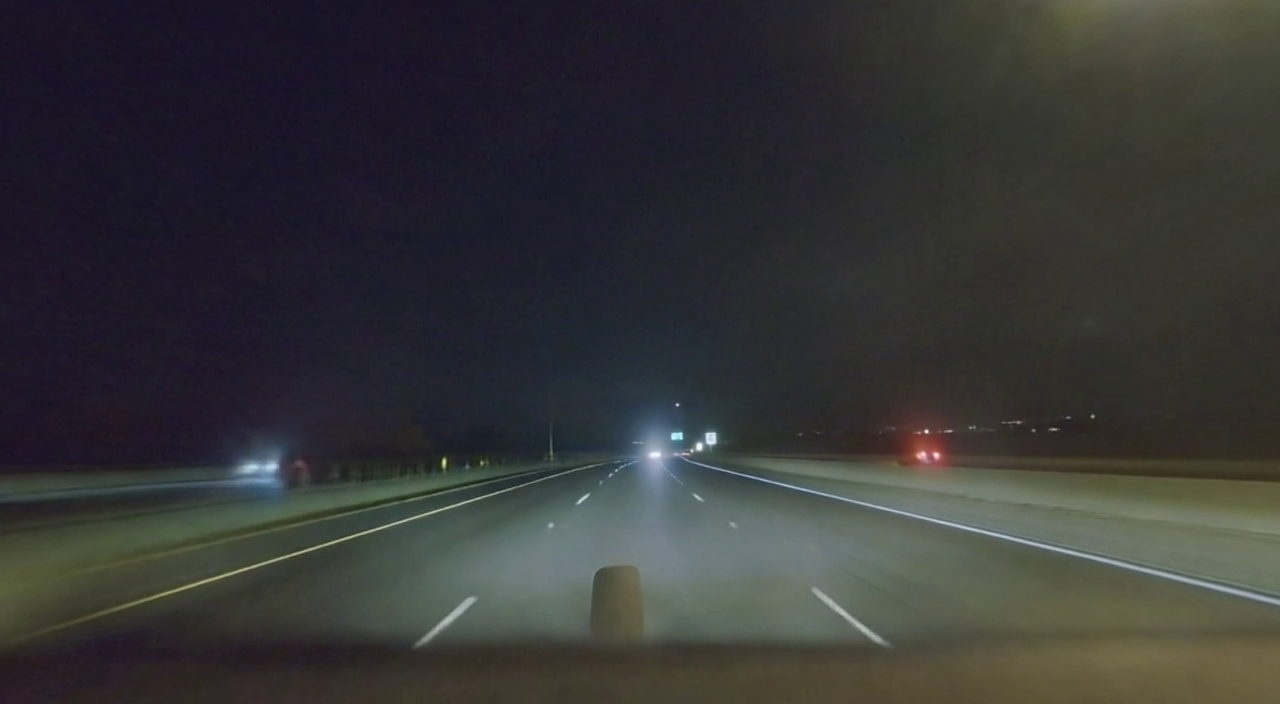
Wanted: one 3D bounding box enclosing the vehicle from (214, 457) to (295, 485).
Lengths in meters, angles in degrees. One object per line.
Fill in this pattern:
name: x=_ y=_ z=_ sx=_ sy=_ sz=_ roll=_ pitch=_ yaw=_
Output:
vehicle: x=-22.953 y=7.084 z=37.666 sx=1.908 sy=1.474 sz=4.674 roll=-1 pitch=-9 yaw=0
